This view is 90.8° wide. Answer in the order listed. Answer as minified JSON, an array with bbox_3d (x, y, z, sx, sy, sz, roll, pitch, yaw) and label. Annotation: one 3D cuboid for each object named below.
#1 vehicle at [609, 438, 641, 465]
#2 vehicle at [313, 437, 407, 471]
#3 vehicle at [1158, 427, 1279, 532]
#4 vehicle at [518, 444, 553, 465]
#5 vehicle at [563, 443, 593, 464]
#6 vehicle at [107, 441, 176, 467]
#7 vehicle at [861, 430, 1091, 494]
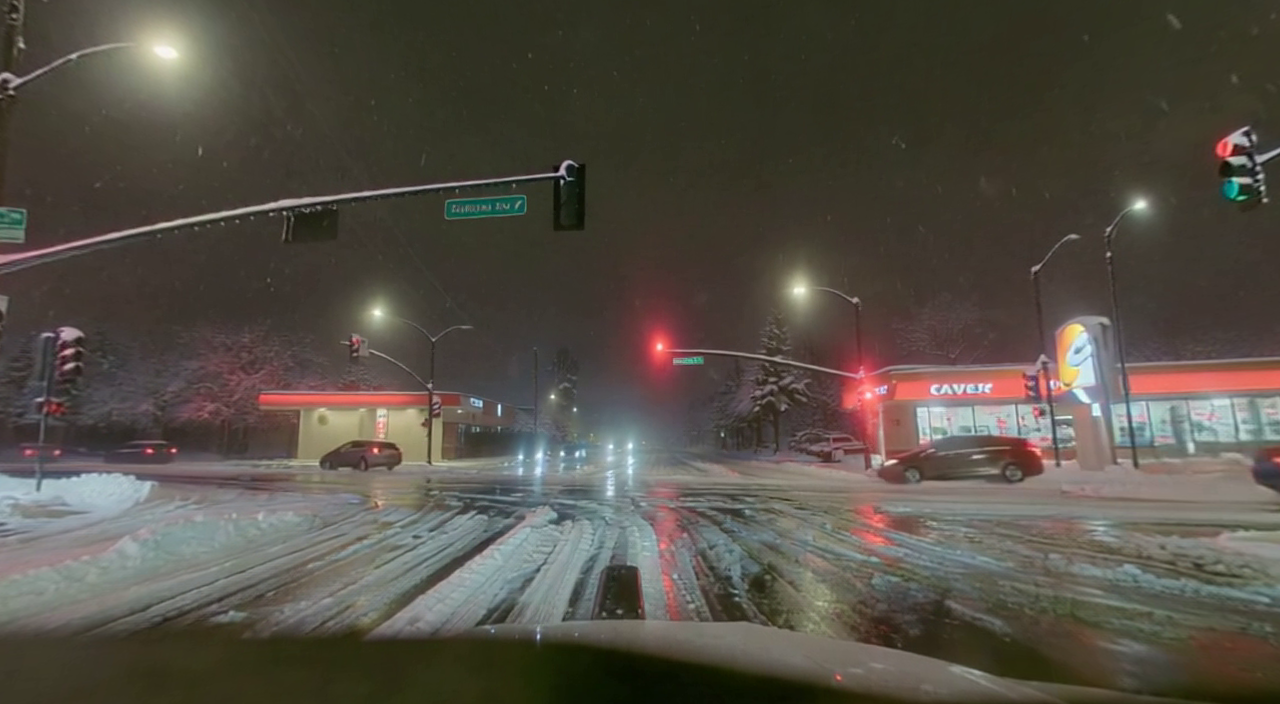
[{"bbox_3d":[-1.127,7.076,45.143,2.083,1.764,5.011,0,-8,-3],"label":"vehicle"},{"bbox_3d":[-14.587,5.306,32.884,4.568,1.643,1.911,-5,-9,27],"label":"vehicle"},{"bbox_3d":[10.775,1.814,9.116,4.670,1.458,1.959,-5,-9,27],"label":"vehicle"},{"bbox_3d":[-7.923,7.805,48.112,2.079,1.491,4.045,0,-8,-1],"label":"vehicle"},{"bbox_3d":[-4.596,7.586,47.334,2.003,1.481,4.091,0,-8,-3],"label":"vehicle"},{"bbox_3d":[-34.203,6.986,43.346,4.562,1.676,1.819,-5,-9,27],"label":"vehicle"},{"bbox_3d":[8.391,2.792,16.165,4.681,1.495,2.096,0,-8,0],"label":"vehicle"}]
